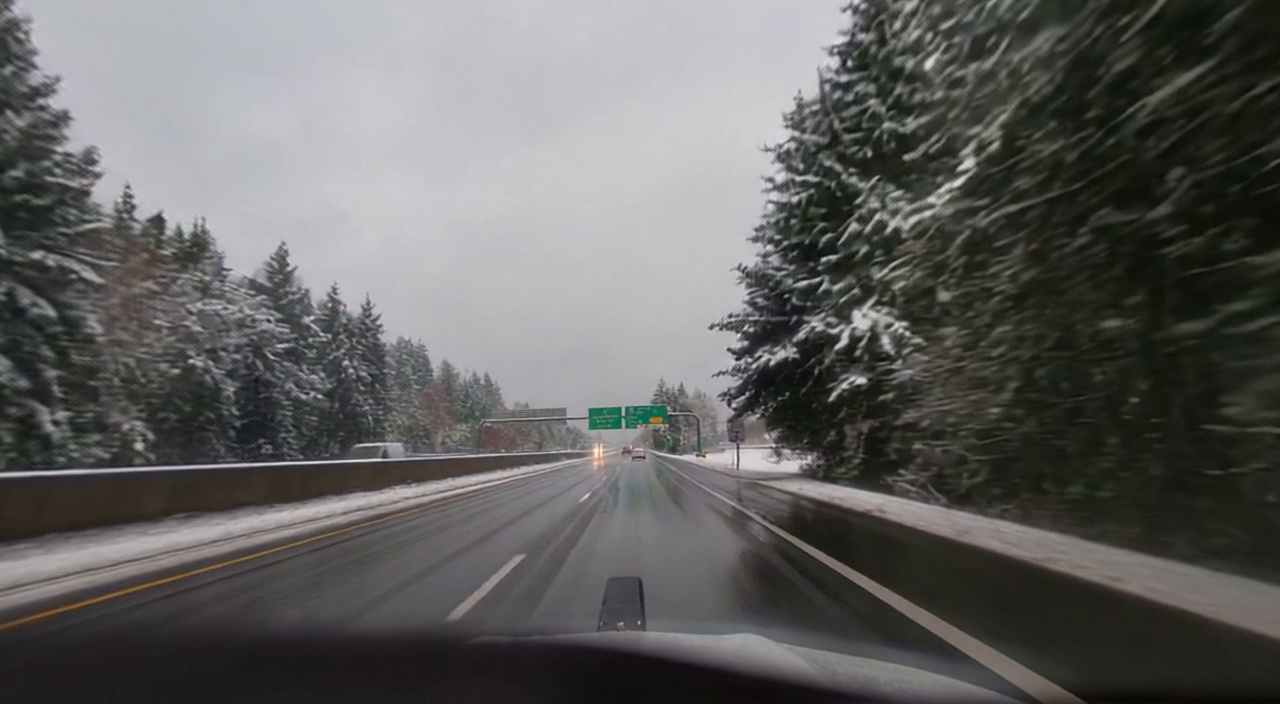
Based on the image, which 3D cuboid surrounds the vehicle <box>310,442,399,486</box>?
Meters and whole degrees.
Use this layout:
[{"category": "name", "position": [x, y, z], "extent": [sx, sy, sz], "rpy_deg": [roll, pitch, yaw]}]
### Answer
[{"category": "vehicle", "position": [-12.471, 4.915, 27.892], "extent": [2.028, 1.766, 4.303], "rpy_deg": [0, -9, -2]}]

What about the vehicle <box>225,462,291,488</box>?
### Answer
[{"category": "vehicle", "position": [-24.006, 7.721, 39.795], "extent": [1.917, 1.441, 4.100], "rpy_deg": [1, -9, -6]}]
